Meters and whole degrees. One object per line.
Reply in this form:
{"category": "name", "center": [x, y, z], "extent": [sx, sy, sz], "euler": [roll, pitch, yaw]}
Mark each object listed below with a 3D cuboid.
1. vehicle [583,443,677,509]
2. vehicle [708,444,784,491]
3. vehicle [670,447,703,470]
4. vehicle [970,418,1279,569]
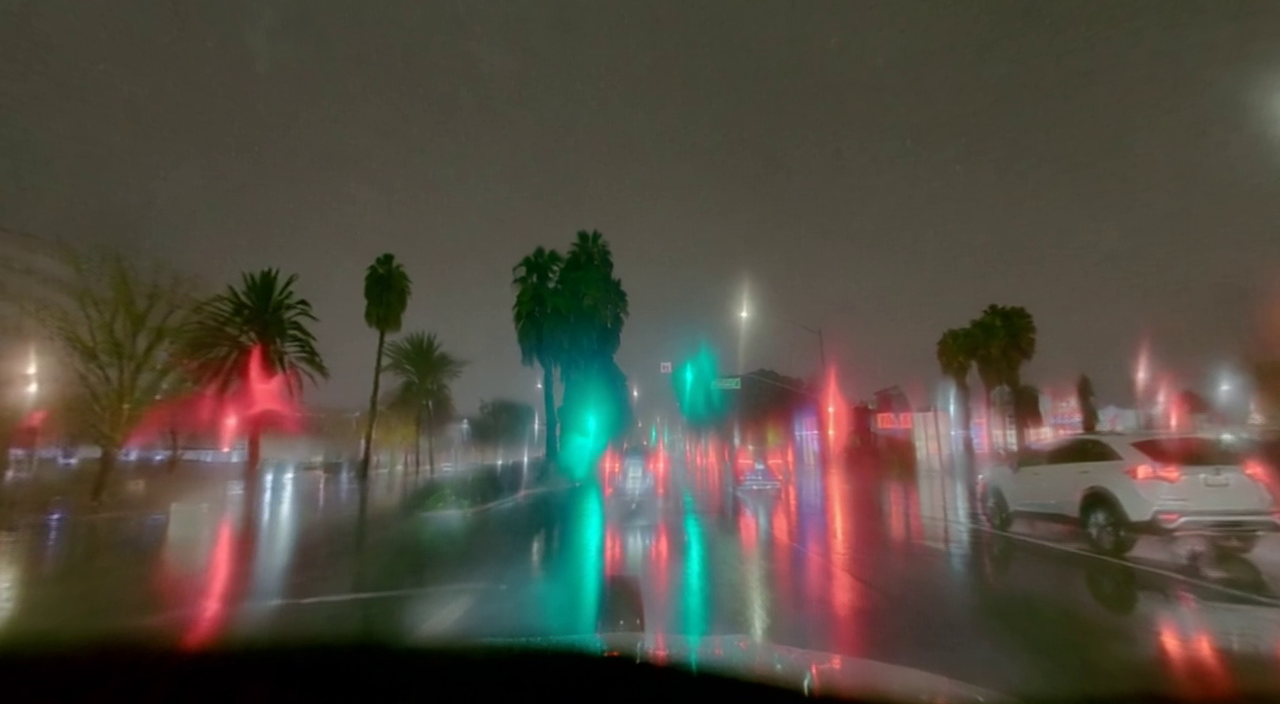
{"category": "vehicle", "center": [-0.269, 3.110, 16.337], "extent": [2.110, 1.487, 3.873], "euler": [0, -8, -1]}
{"category": "vehicle", "center": [3.728, 4.109, 22.919], "extent": [1.892, 1.532, 4.177], "euler": [0, -8, -2]}
{"category": "vehicle", "center": [3.388, 7.784, 46.428], "extent": [2.012, 1.570, 4.600], "euler": [0, -8, -1]}
{"category": "vehicle", "center": [6.923, 1.890, 9.199], "extent": [1.940, 1.674, 4.085], "euler": [0, -8, -1]}
